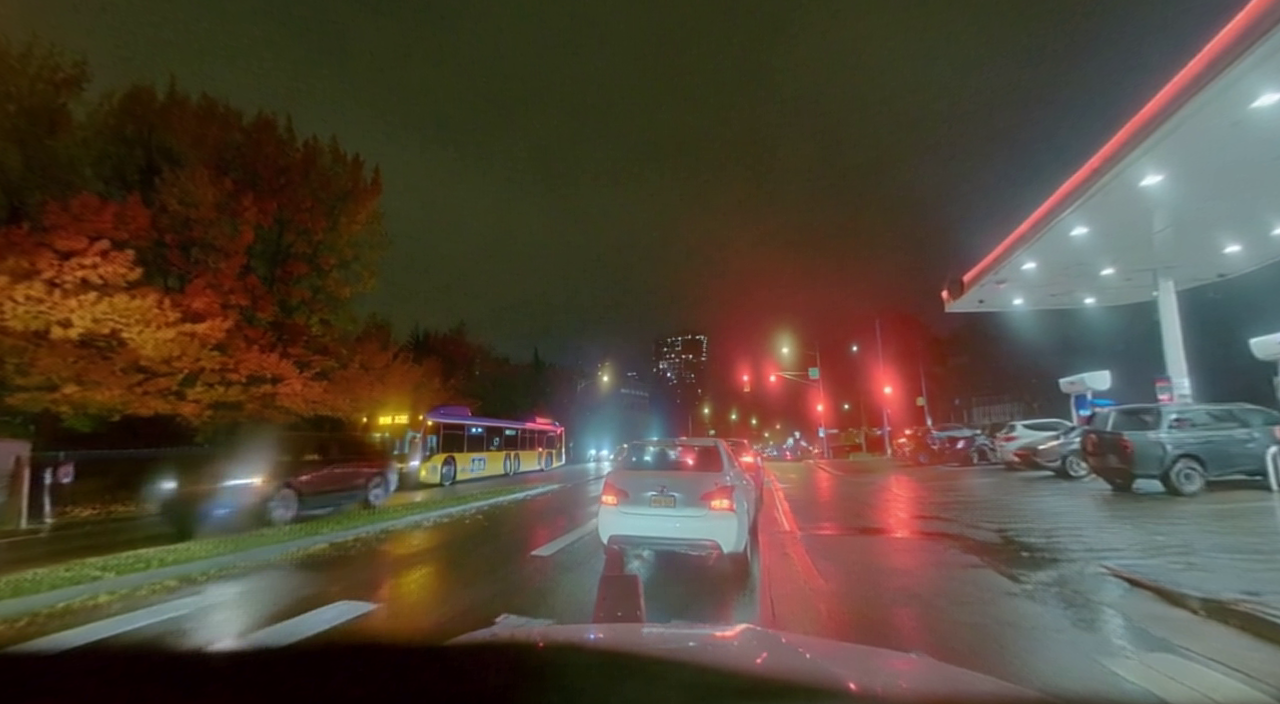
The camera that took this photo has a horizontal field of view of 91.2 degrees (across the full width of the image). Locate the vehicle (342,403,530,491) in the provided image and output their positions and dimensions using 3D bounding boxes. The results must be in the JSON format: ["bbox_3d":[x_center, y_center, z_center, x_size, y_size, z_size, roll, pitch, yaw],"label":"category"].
[{"bbox_3d":[-8.652,4.427,29.101,3.189,3.205,11.526,-2,-9,10],"label":"vehicle"}]

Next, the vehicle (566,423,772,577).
[{"bbox_3d":[0.668,1.809,8.463,2.092,1.507,4.078,-2,-9,12],"label":"vehicle"}]

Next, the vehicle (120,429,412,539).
[{"bbox_3d":[-7.075,2.538,12.823,2.147,1.741,5.239,-2,-9,10],"label":"vehicle"}]

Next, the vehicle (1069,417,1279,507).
[{"bbox_3d":[11.416,2.016,11.839,4.894,1.451,2.089,-5,-10,11],"label":"vehicle"}]
